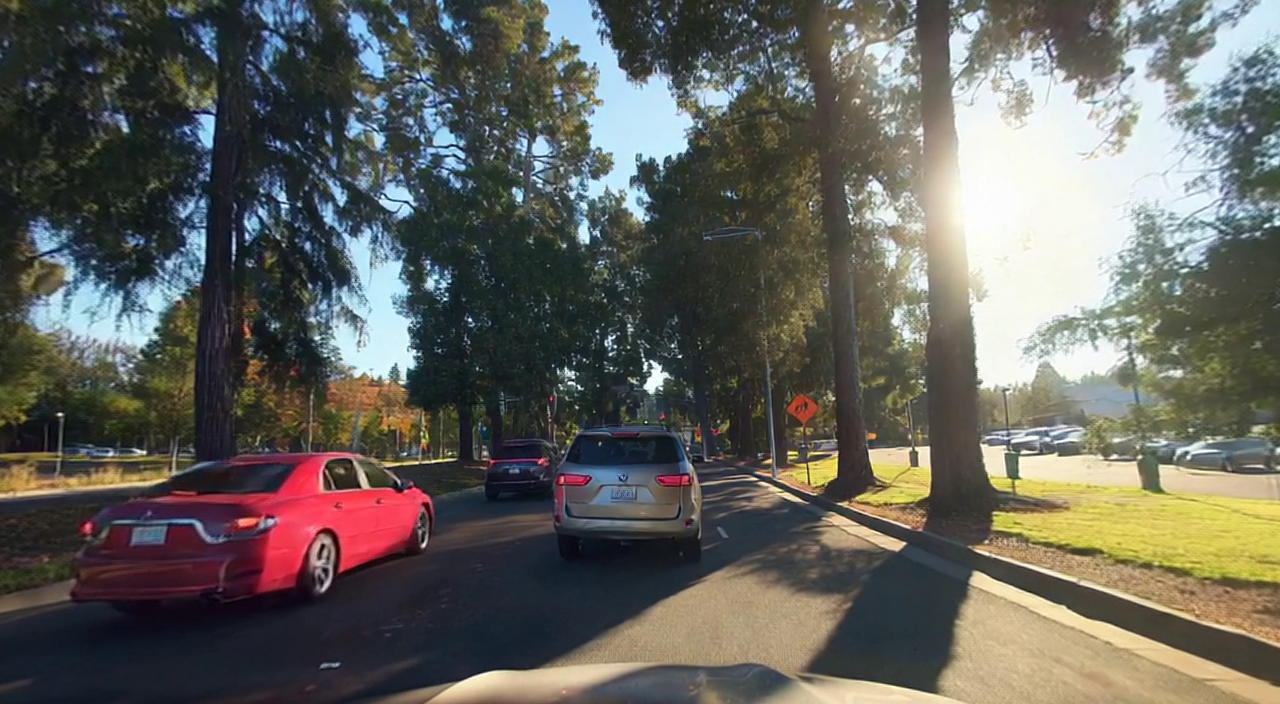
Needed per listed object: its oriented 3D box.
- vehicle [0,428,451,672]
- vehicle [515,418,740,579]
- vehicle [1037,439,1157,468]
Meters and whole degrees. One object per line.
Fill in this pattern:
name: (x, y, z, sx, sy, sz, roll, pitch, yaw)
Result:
vehicle: (-3.568, 1.539, 6.149, 1.922, 1.464, 4.424, 0, -8, 2)
vehicle: (-0.104, 1.751, 8.307, 2.229, 1.591, 3.897, 0, -8, 1)
vehicle: (28.375, 6.301, 39.315, 5.955, 1.702, 2.166, 1, -8, -6)
